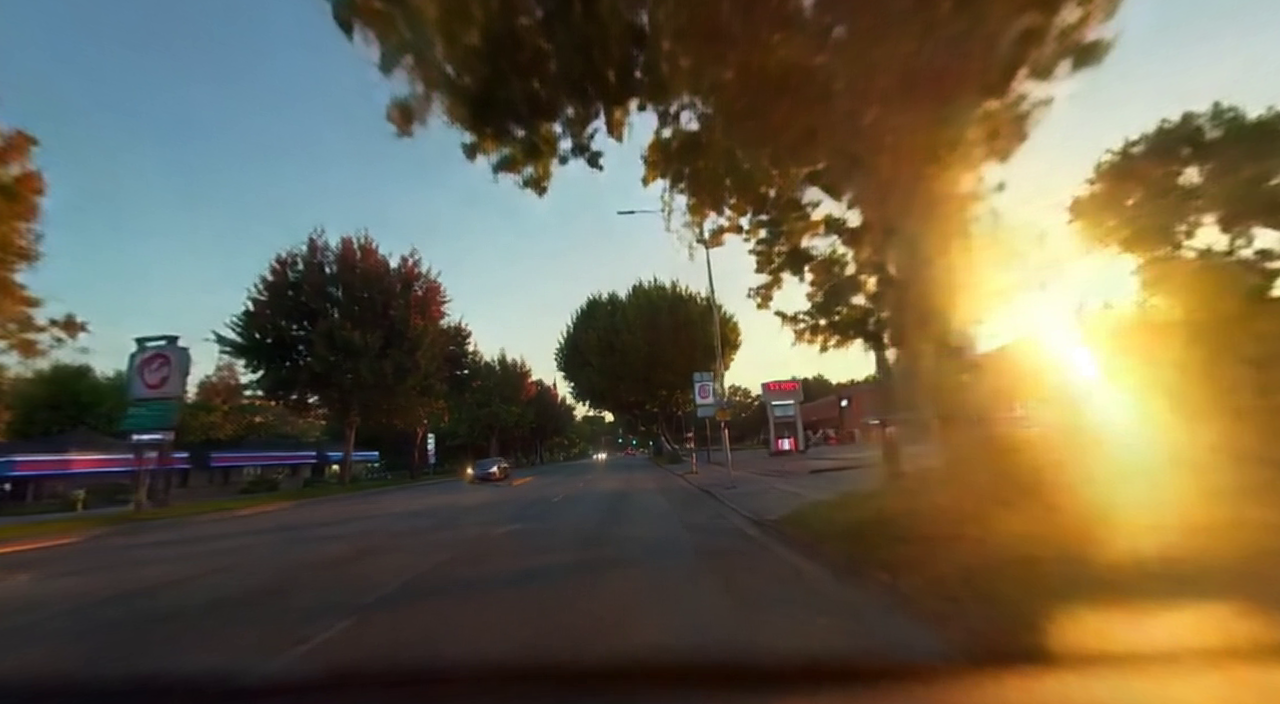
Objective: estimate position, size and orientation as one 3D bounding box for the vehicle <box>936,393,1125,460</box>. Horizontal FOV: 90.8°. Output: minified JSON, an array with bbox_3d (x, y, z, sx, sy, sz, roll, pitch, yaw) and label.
[{"bbox_3d":[12.619,2.591,20.899,1.939,1.753,4.974,5,-13,-23],"label":"vehicle"}]

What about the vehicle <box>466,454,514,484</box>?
[{"bbox_3d":[-9.477,7.378,40.187,2.050,1.721,4.369,0,-9,-1],"label":"vehicle"}]
